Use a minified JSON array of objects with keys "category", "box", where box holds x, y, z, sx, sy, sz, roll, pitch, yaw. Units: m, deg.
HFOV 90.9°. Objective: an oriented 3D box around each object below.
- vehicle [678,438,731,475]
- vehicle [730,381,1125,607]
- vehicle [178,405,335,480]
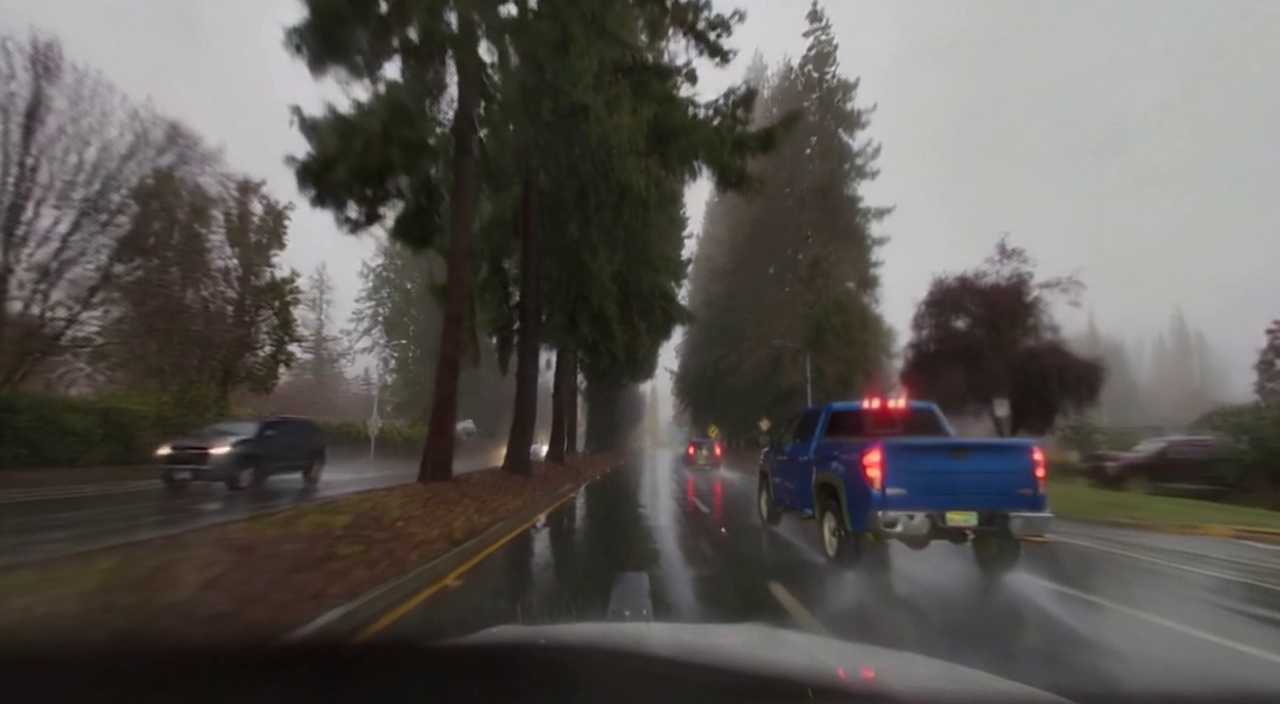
[{"category":"vehicle","box":[3.157,5.211,31.761,2.108,1.712,4.616,0,-8,0]},{"category":"vehicle","box":[2.895,1.629,8.366,2.553,1.942,5.679,0,-8,0]},{"category":"vehicle","box":[-14.614,3.533,24.619,2.359,2.543,5.850,0,-8,1]}]
